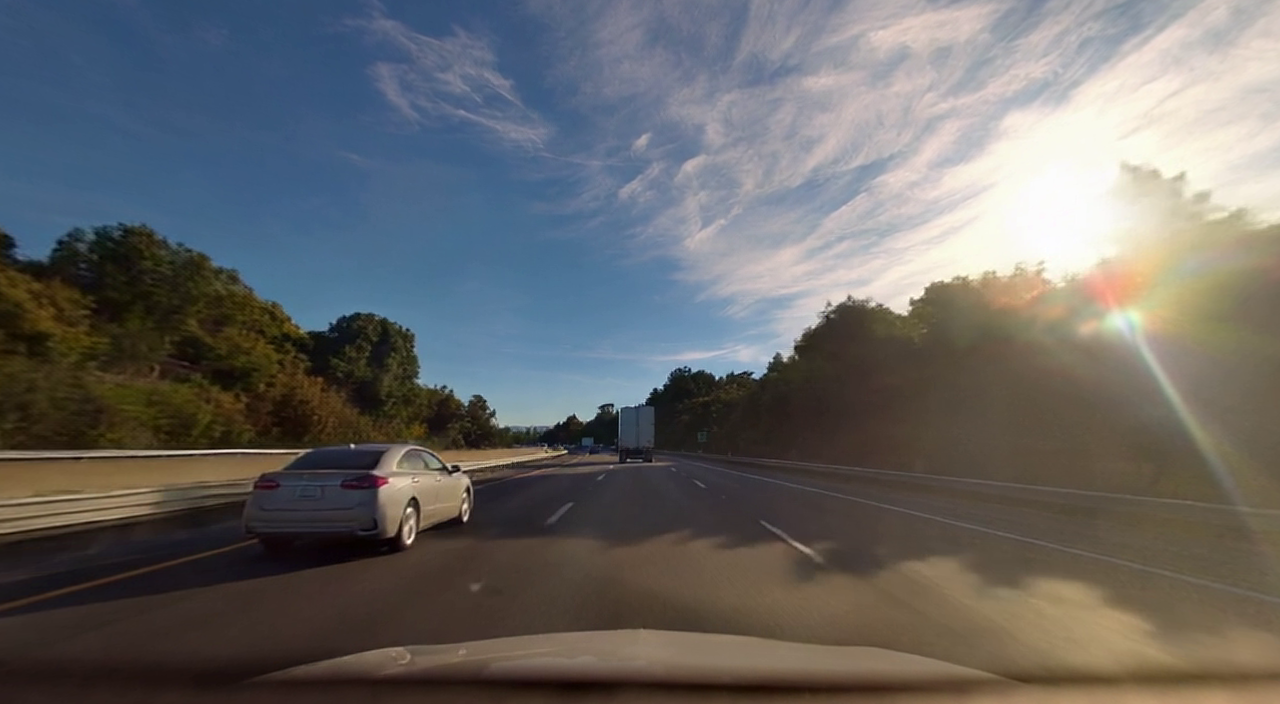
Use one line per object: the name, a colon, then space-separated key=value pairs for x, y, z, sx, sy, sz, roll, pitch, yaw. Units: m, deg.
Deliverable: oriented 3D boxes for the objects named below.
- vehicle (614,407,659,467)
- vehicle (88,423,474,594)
vehicle: x=-0.456 y=6.498 z=47.299 sx=2.962 sy=3.953 sz=10.696 roll=0 pitch=-9 yaw=-3
vehicle: x=-3.799 y=1.752 z=8.001 sx=2.080 sy=1.488 sz=4.781 roll=0 pitch=-9 yaw=0
